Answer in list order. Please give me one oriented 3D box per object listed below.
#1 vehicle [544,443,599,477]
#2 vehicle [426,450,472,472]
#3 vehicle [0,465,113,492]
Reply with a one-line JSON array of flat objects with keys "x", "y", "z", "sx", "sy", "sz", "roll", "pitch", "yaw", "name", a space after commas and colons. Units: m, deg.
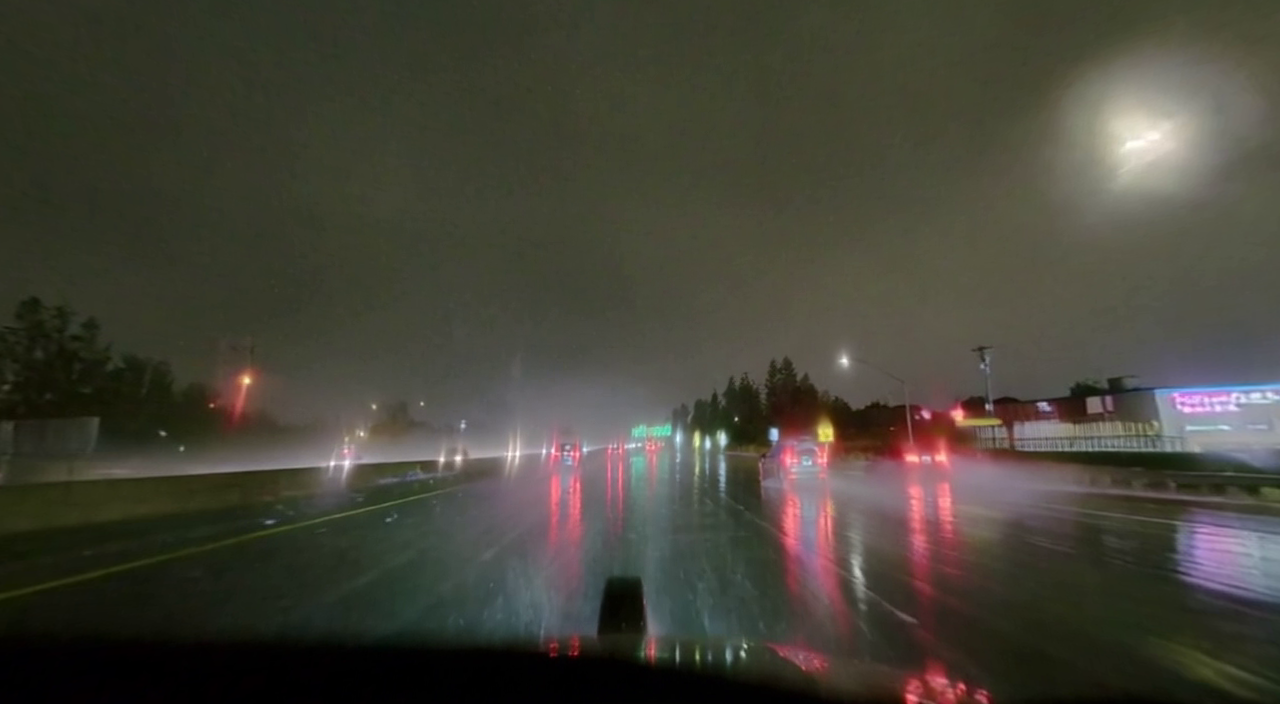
[{"x": -3.259, "y": 5.238, "z": 30.919, "sx": 2.114, "sy": 1.510, "sz": 4.186, "roll": -1, "pitch": -9, "yaw": 1, "name": "vehicle"}, {"x": -13.946, "y": 7.929, "z": 46.255, "sx": 1.940, "sy": 1.494, "sz": 4.362, "roll": -1, "pitch": -9, "yaw": 1, "name": "vehicle"}, {"x": -34.358, "y": 7.433, "z": 37.199, "sx": 2.886, "sy": 1.114, "sz": 4.736, "roll": -3, "pitch": -8, "yaw": -7, "name": "vehicle"}]
